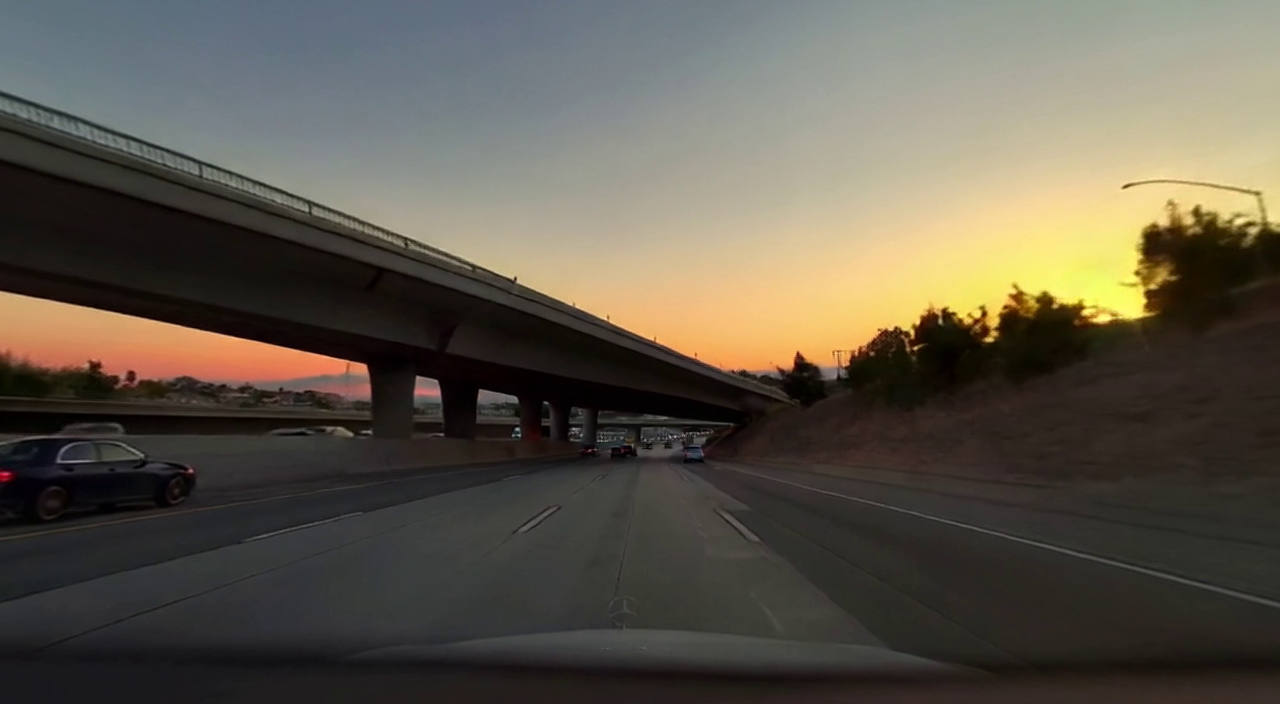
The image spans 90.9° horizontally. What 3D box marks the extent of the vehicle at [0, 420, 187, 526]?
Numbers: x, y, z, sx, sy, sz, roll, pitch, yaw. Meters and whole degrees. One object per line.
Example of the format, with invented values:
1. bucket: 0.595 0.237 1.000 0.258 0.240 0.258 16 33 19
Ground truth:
1. vehicle: -11.197 2.193 11.819 1.995 1.682 4.516 0 -8 1

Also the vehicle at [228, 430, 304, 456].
1. vehicle: -24.797 6.096 42.041 2.010 1.614 4.848 0 -8 2

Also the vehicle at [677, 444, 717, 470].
1. vehicle: 3.469 6.501 39.489 2.059 1.509 4.670 0 -8 0
